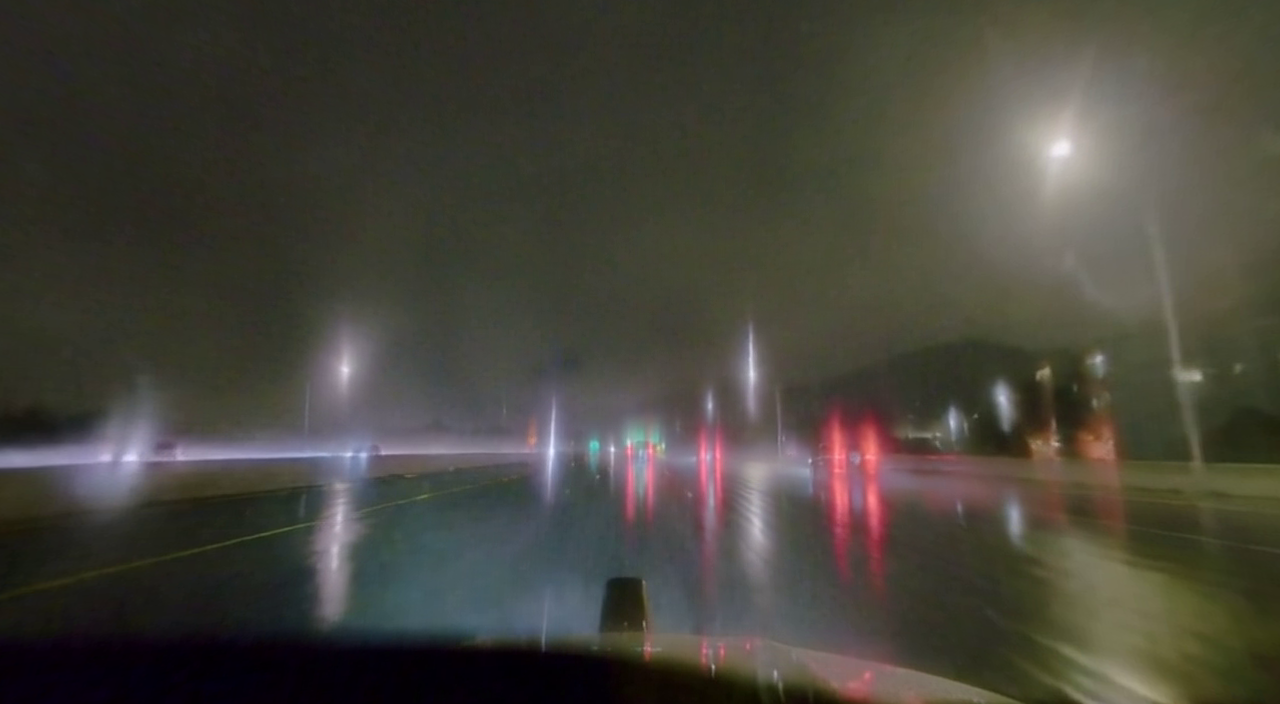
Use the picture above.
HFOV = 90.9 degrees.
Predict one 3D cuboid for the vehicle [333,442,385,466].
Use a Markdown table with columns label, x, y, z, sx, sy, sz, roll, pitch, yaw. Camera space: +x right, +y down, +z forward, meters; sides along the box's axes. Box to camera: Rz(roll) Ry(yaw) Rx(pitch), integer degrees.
| label | x | y | z | sx | sy | sz | roll | pitch | yaw |
| --- | --- | --- | --- | --- | --- | --- | --- | --- | --- |
| vehicle | -22.085 | 8.032 | 49.789 | 1.986 | 1.717 | 4.622 | 0 | -8 | -1 |

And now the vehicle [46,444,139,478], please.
| label | x | y | z | sx | sy | sz | roll | pitch | yaw |
| --- | --- | --- | --- | --- | --- | --- | --- | --- | --- |
| vehicle | -25.878 | 5.125 | 29.909 | 1.660 | 1.532 | 2.932 | 0 | -8 | 2 |

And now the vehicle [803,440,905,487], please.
| label | x | y | z | sx | sy | sz | roll | pitch | yaw |
| --- | --- | --- | --- | --- | --- | --- | --- | --- | --- |
| vehicle | 7.735 | 4.053 | 23.332 | 2.031 | 1.524 | 4.657 | 0 | -8 | -1 |
